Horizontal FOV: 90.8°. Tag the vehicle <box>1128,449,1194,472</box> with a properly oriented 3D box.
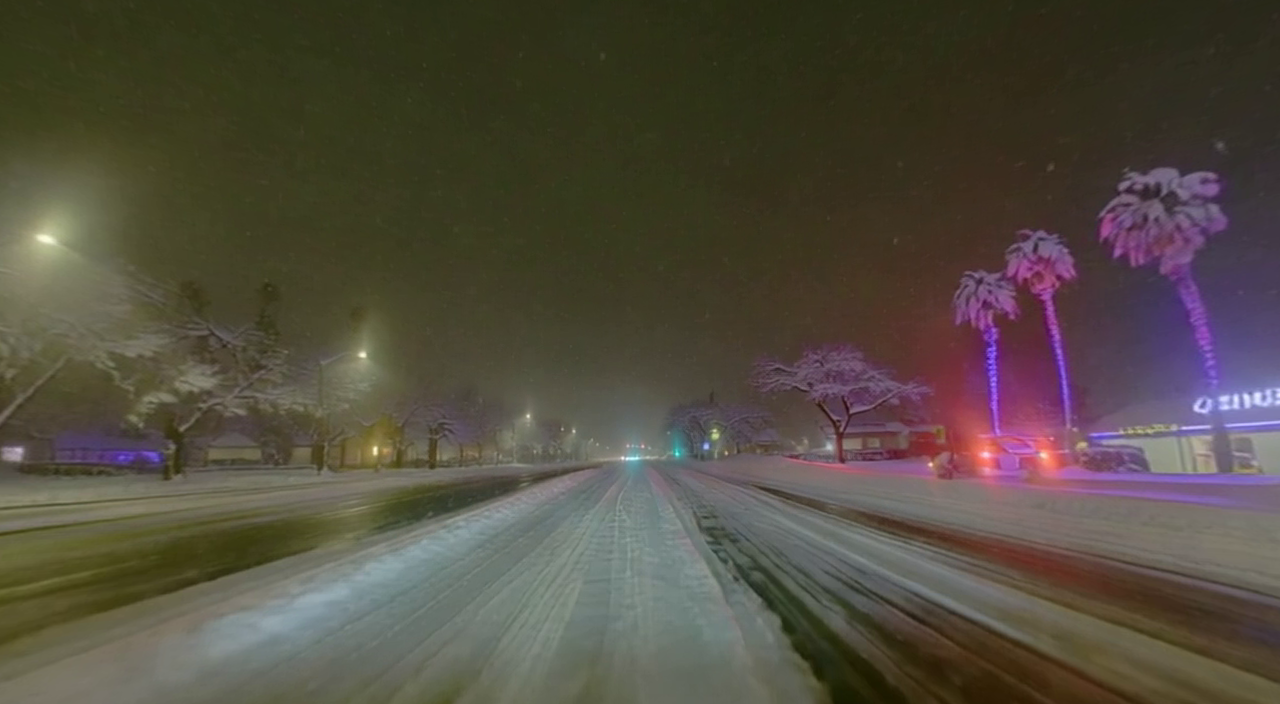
[{"bbox_3d":[39.611,8.244,48.142,1.919,1.613,3.862,-1,-8,5],"label":"vehicle"}]

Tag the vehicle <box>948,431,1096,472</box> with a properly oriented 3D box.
[{"bbox_3d":[21.498,5.633,35.788,6.489,2.179,2.882,0,-9,-1],"label":"vehicle"}]
